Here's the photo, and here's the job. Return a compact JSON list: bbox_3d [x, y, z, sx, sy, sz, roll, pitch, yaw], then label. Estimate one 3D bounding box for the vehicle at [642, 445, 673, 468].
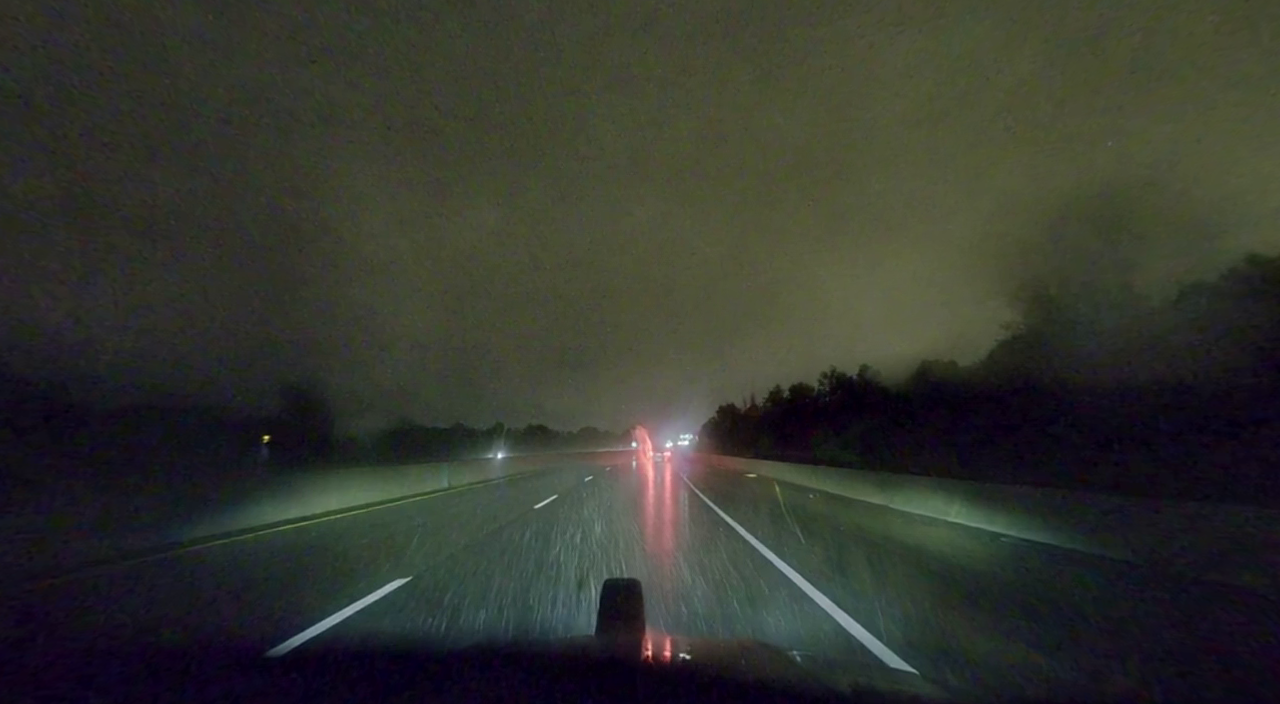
[{"bbox_3d":[1.314,7.730,46.949,2.221,1.603,4.149,0,-9,2],"label":"vehicle"}]
